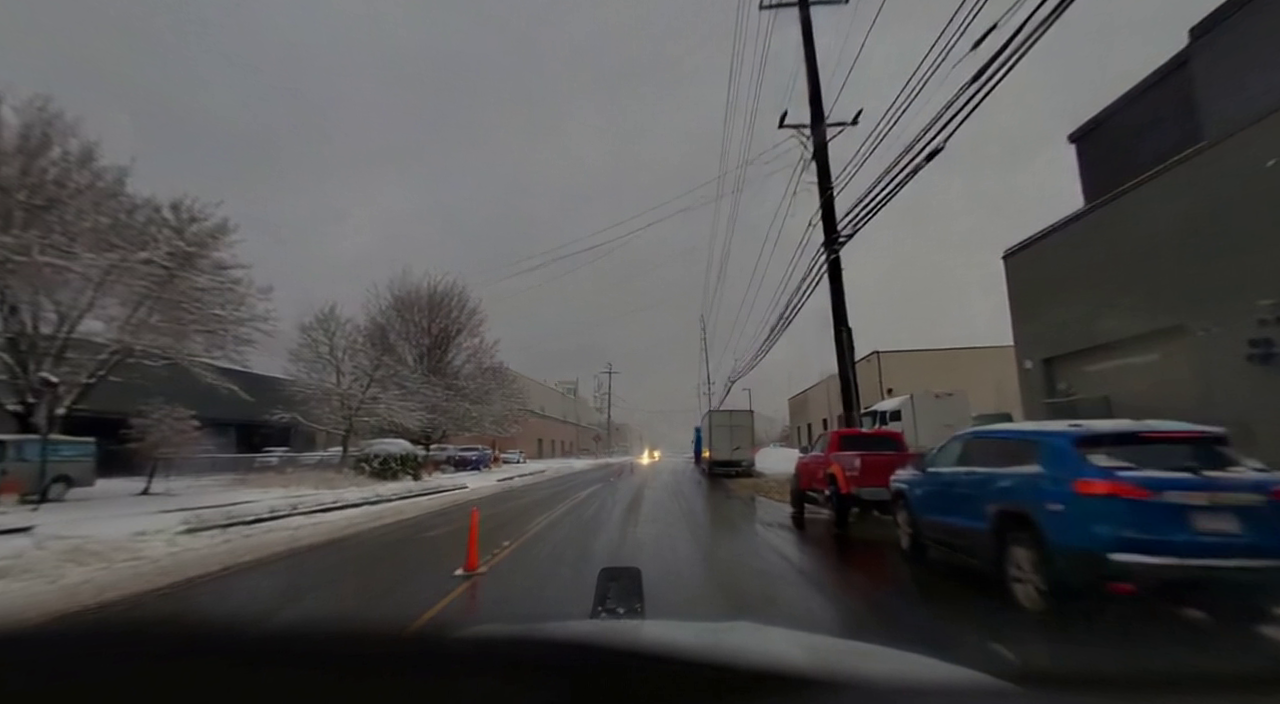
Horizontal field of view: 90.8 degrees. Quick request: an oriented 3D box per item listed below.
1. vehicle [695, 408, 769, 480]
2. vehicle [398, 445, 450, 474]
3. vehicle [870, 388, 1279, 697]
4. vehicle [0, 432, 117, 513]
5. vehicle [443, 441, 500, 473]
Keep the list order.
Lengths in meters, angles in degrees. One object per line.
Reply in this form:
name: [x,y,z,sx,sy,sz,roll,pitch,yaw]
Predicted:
vehicle: [4.586,4.793,32.987,2.871,3.301,7.433,0,-8,1]
vehicle: [-14.321,7.106,42.147,1.971,1.789,4.360,0,-8,-1]
vehicle: [4.164,1.416,6.047,2.115,1.702,4.978,0,-8,1]
vehicle: [-14.937,2.768,14.449,2.085,1.748,4.558,-3,-8,-1]
vehicle: [-11.320,7.064,42.906,2.287,1.975,5.511,0,-8,1]
